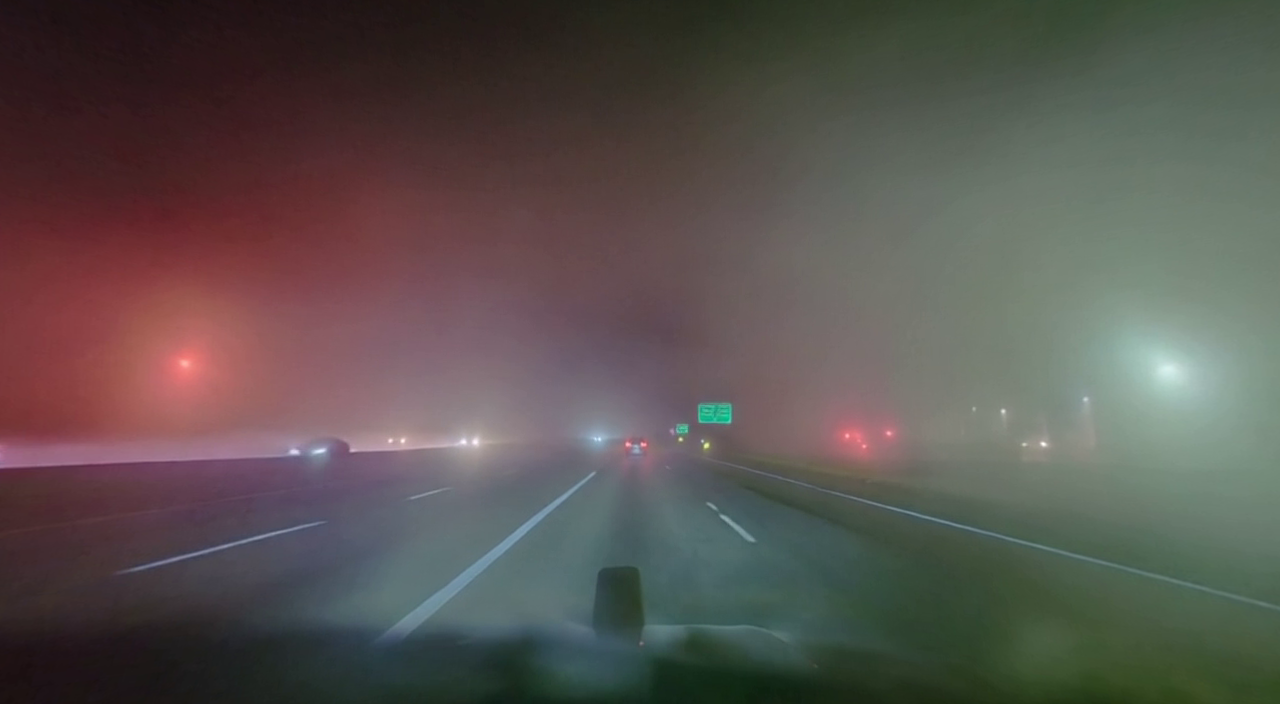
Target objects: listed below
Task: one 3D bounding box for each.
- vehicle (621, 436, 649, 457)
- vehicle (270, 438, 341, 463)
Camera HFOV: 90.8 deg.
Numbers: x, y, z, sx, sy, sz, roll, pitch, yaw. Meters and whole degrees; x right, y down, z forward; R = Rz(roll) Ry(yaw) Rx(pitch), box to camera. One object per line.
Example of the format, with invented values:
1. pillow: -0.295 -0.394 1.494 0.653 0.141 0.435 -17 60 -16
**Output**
1. vehicle: -0.399 7.113 47.598 2.025 1.460 4.189 0 -8 -1
2. vehicle: -21.489 6.338 40.838 2.059 1.538 4.710 0 -8 0
